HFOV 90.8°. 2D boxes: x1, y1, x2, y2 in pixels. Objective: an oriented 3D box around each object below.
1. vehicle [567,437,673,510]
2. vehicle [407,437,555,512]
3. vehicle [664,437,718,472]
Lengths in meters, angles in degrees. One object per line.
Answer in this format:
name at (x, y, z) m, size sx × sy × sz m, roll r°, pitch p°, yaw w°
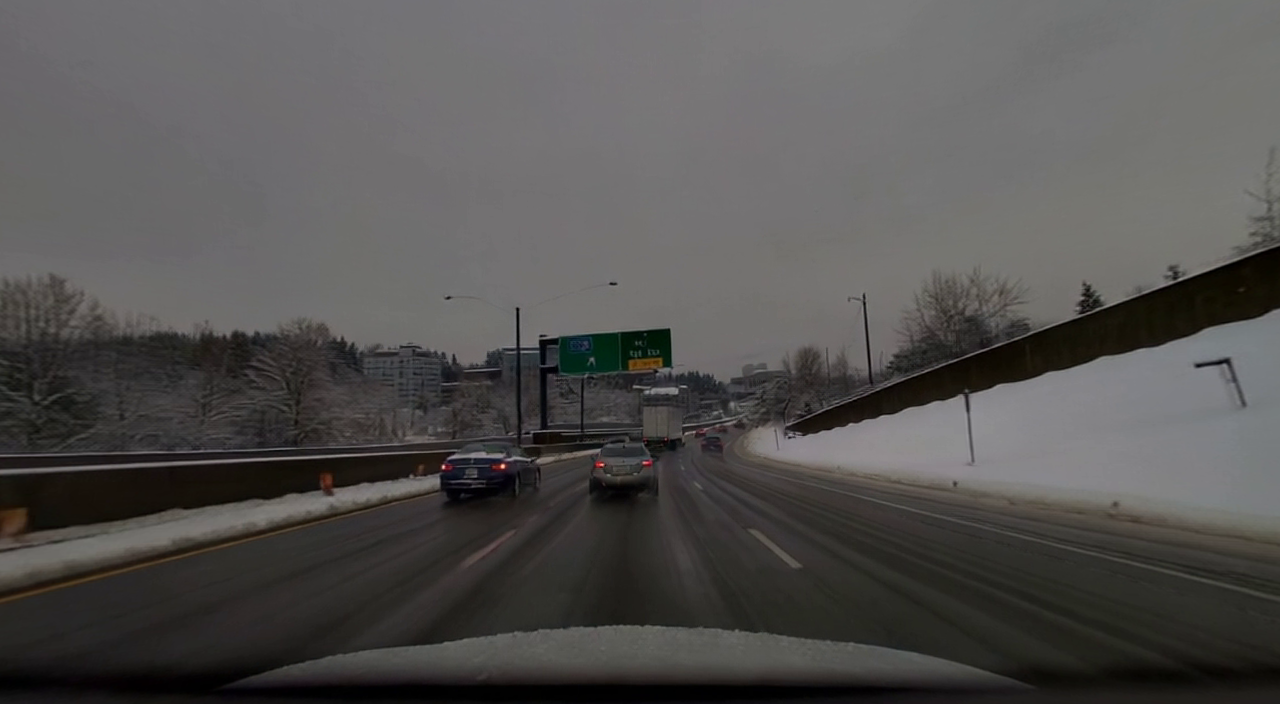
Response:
vehicle at (-0.361, 2.770, 14.814) m, size 2.136 × 1.470 × 3.971 m, roll -1°, pitch -9°, yaw 1°
vehicle at (-3.514, 2.832, 15.140) m, size 2.130 × 1.474 × 5.027 m, roll -1°, pitch -9°, yaw 2°
vehicle at (2.567, 5.319, 32.935) m, size 2.166 × 1.666 × 4.618 m, roll 0°, pitch -9°, yaw -3°
